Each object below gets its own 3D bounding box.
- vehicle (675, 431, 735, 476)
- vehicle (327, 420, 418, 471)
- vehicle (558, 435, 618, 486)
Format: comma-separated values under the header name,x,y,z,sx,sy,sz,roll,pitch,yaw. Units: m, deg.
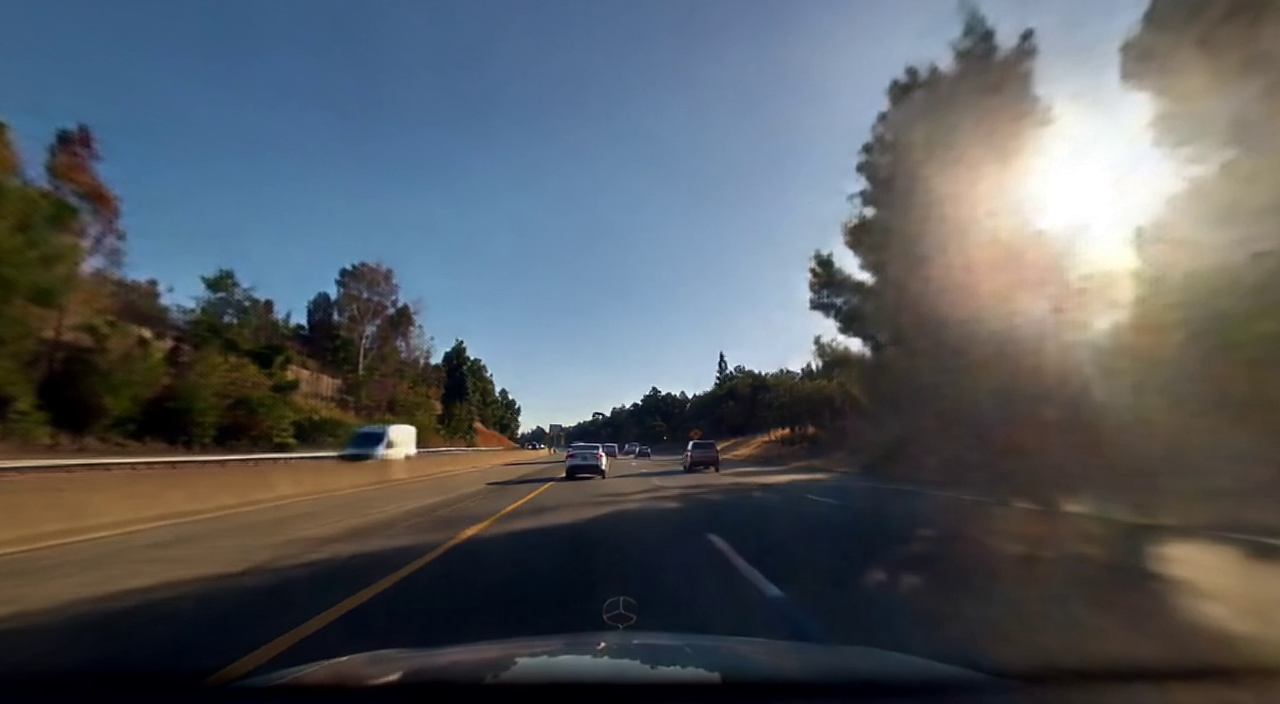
name,x,y,z,sx,sy,sz,roll,pitch,yaw
vehicle,3.002,4.852,30.057,2.179,1.930,4.538,0,-9,-3
vehicle,-14.756,5.252,35.122,2.445,2.526,6.227,0,-9,-2
vehicle,-1.833,3.997,23.354,1.963,1.711,4.284,0,-9,-1
